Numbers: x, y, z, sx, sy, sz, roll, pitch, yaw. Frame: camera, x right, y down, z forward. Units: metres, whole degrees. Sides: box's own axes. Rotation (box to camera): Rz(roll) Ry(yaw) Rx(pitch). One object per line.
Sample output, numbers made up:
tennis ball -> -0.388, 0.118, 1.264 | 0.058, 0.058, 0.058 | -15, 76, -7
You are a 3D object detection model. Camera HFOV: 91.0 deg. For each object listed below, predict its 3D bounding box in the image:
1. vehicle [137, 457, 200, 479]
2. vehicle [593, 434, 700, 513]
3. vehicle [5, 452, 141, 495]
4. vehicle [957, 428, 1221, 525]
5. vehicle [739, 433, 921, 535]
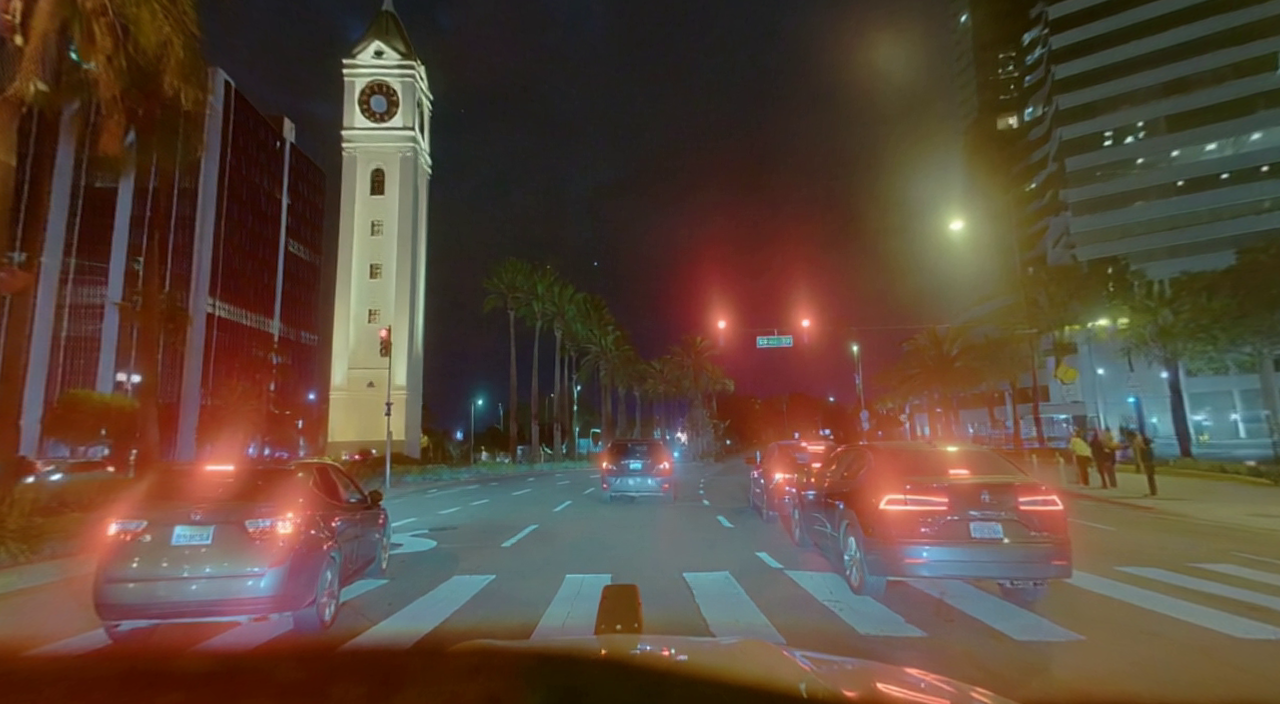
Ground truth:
vehicle -> -36.836, 9.042, 49.273 | 1.700, 1.527, 4.445 | 1, -9, -4
vehicle -> 0.157, 2.618, 14.003 | 2.048, 1.503, 3.681 | 0, -9, 1
vehicle -> -26.698, 5.709, 29.931 | 2.105, 1.793, 4.812 | 0, -9, -3
vehicle -> 8.171, 2.280, 12.088 | 1.859, 1.508, 4.259 | 0, -9, -1
vehicle -> 3.123, 2.257, 11.442 | 1.913, 1.469, 4.425 | 0, -9, 0
